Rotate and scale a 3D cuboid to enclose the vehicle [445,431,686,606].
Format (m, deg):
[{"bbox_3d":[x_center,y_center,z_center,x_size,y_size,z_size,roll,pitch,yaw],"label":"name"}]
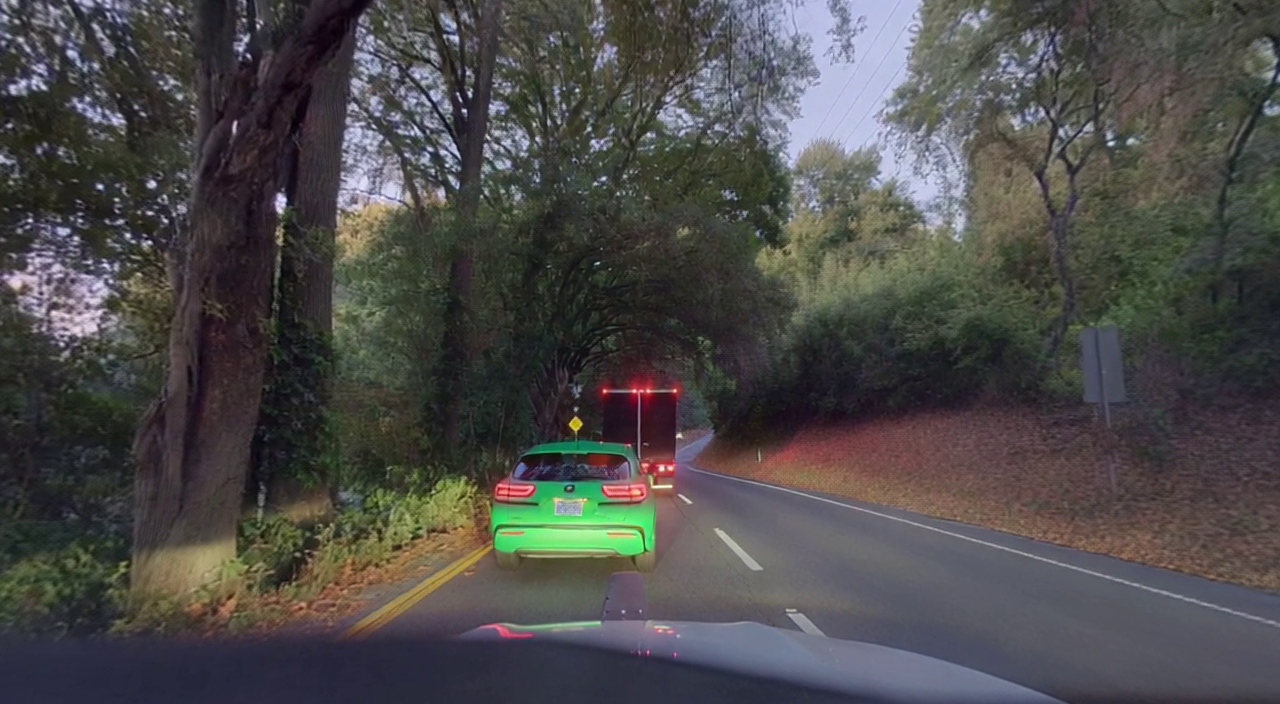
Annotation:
[{"bbox_3d":[-0.632,1.752,7.551,2.076,1.490,4.078,0,-9,0],"label":"vehicle"}]
